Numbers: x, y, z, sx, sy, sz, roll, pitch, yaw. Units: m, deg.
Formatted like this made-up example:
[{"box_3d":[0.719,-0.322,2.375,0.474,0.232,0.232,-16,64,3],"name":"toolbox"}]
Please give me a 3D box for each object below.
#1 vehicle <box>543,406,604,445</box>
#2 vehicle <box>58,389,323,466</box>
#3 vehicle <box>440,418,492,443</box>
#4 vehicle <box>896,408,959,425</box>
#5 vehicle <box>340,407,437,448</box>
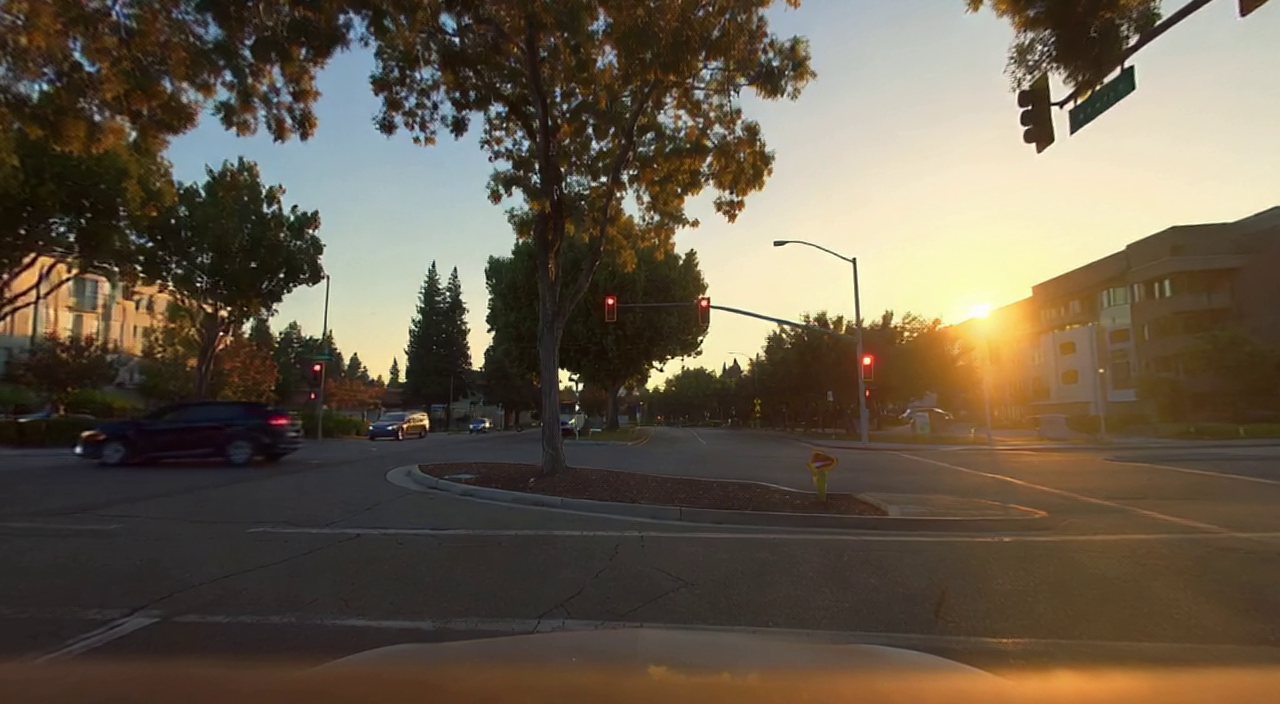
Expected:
[{"box_3d":[-3.448,4.043,33.895,2.306,1.907,5.382,-1,-9,4],"name":"vehicle"},{"box_3d":[-11.713,2.028,16.767,5.383,1.870,2.203,-1,-9,3],"name":"vehicle"},{"box_3d":[-11.248,5.141,41.159,1.899,1.510,4.294,-1,-9,3],"name":"vehicle"},{"box_3d":[22.010,4.965,48.459,3.933,1.219,1.700,-1,-9,3],"name":"vehicle"},{"box_3d":[-12.617,3.923,32.177,2.340,1.902,4.920,-2,-9,9],"name":"vehicle"}]
